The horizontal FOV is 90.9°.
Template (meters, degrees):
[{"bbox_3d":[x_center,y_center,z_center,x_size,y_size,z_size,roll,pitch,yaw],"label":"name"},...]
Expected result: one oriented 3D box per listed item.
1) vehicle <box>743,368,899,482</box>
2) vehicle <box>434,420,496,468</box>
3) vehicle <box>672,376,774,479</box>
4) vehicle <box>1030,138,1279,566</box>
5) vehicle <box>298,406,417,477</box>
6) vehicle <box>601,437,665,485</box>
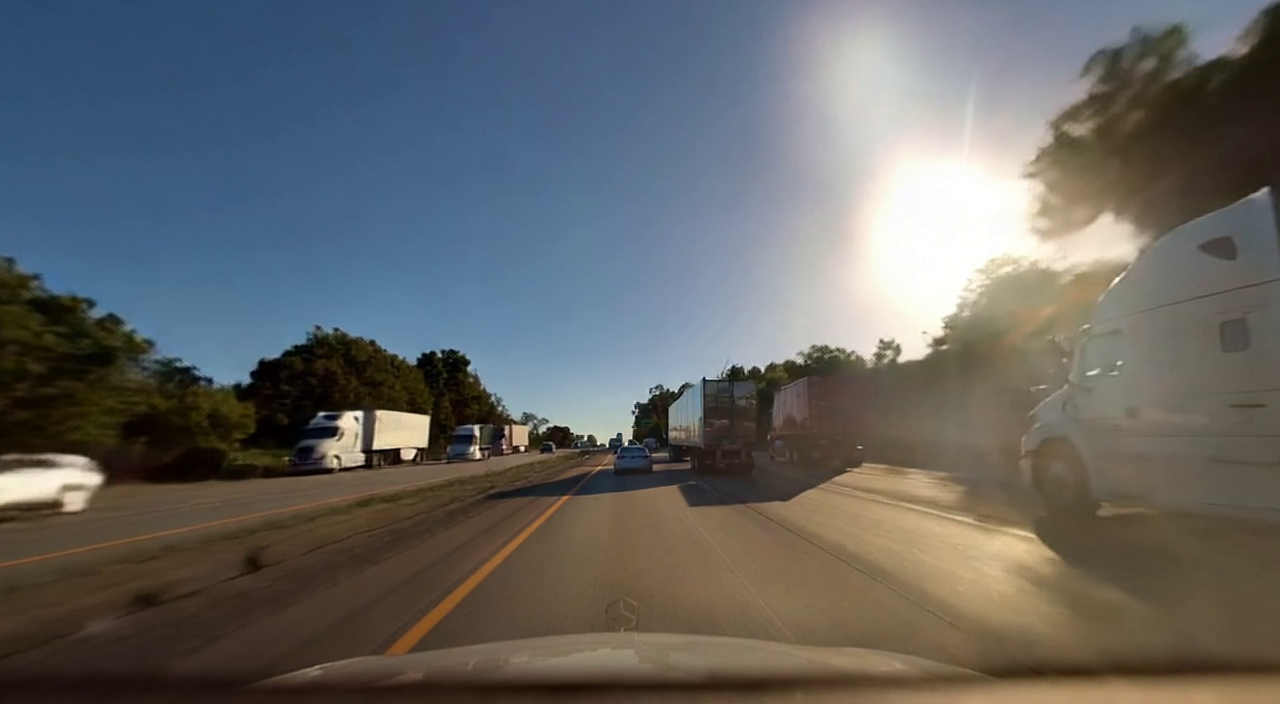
[{"bbox_3d":[7.697,3.543,29.965,2.876,4.111,14.145,0,-7,-2],"label":"vehicle"},{"bbox_3d":[-13.310,7.002,48.545,2.641,3.353,7.768,0,-8,-1],"label":"vehicle"},{"bbox_3d":[3.661,3.938,32.298,2.888,4.099,14.183,0,-8,-2],"label":"vehicle"},{"bbox_3d":[7.975,0.046,6.771,2.979,4.312,6.722,0,-8,-1],"label":"vehicle"},{"bbox_3d":[-17.061,5.520,39.114,3.053,3.812,9.596,0,-8,-1],"label":"vehicle"},{"bbox_3d":[-0.274,3.735,22.010,2.038,1.477,3.773,0,-8,-1],"label":"vehicle"}]
